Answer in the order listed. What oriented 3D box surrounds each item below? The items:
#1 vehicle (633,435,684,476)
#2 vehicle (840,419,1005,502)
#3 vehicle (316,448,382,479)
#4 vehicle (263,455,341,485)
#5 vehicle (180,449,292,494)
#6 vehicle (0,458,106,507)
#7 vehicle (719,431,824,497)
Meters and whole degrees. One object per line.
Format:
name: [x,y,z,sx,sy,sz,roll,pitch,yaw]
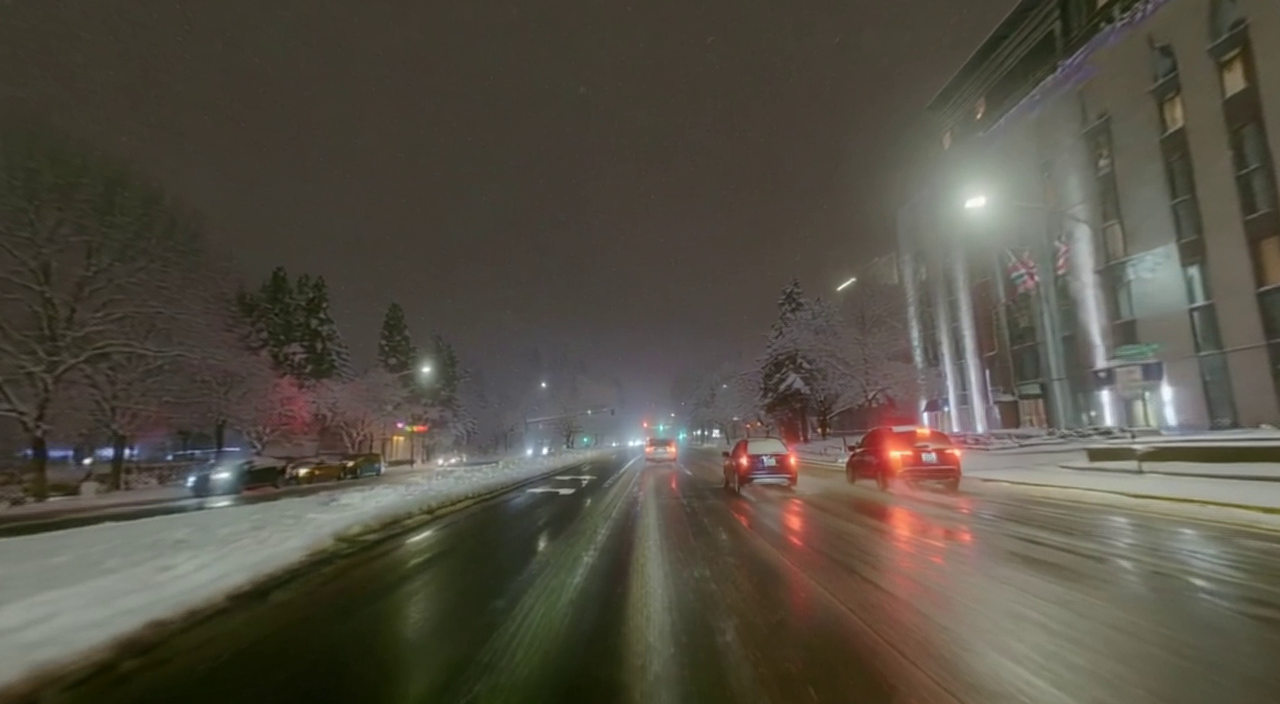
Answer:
vehicle: [0.745,4.536,27.992,2.125,1.669,3.880,0,-8,0]
vehicle: [6.904,2.704,16.097,1.963,1.783,4.722,0,-8,-1]
vehicle: [-17.909,6.861,39.053,1.847,1.730,4.530,0,-8,0]
vehicle: [-18.061,6.293,33.936,1.716,1.412,4.335,0,-8,1]
vehicle: [-17.993,5.306,28.414,1.954,1.779,4.635,0,-8,0]
vehicle: [-24.625,5.379,26.396,2.076,1.688,4.635,3,-9,-24]
vehicle: [3.505,3.066,17.730,1.931,1.591,4.708,0,-8,0]
